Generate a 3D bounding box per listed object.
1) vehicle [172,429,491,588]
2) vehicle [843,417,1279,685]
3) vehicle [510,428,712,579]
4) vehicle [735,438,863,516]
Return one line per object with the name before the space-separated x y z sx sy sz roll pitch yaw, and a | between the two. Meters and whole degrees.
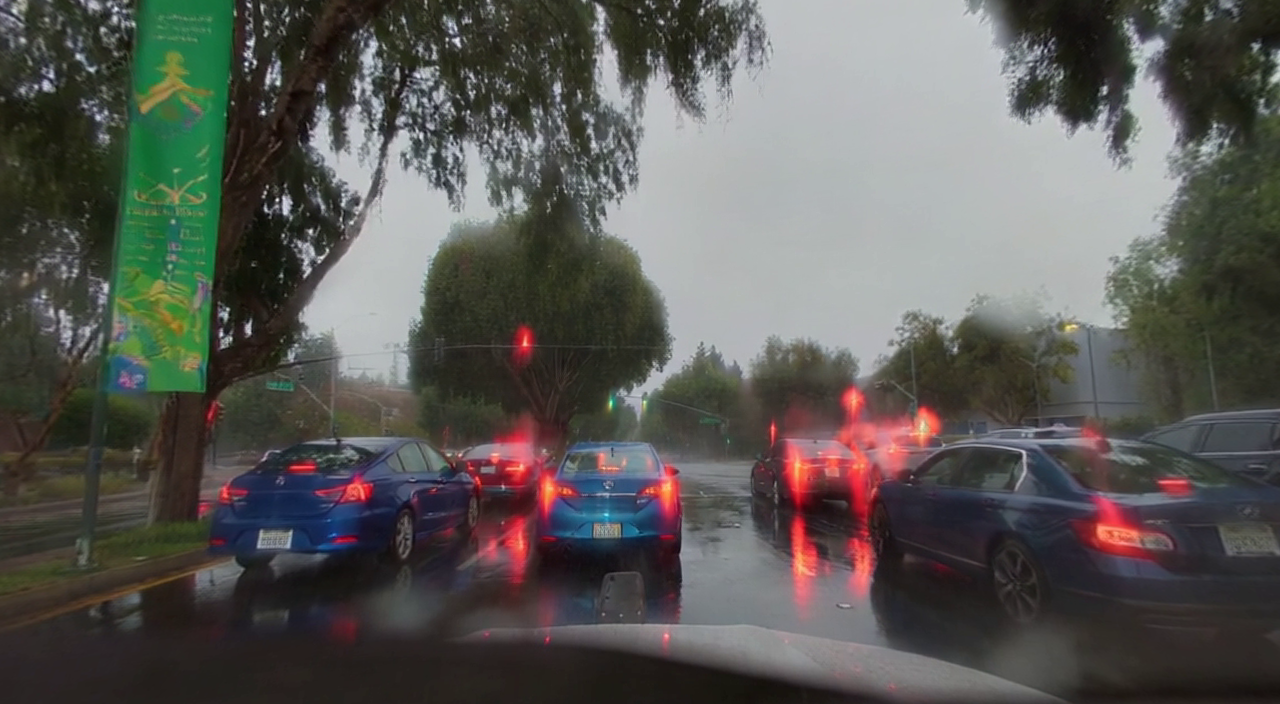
vehicle | -3.370 1.770 8.005 1.929 1.457 4.136 0 -9 0
vehicle | 3.596 1.439 5.802 1.953 1.471 4.470 0 -9 0
vehicle | -0.315 1.784 8.174 1.994 1.479 3.647 0 -9 -1
vehicle | 3.404 2.737 14.339 1.852 1.498 3.825 0 -9 -1
